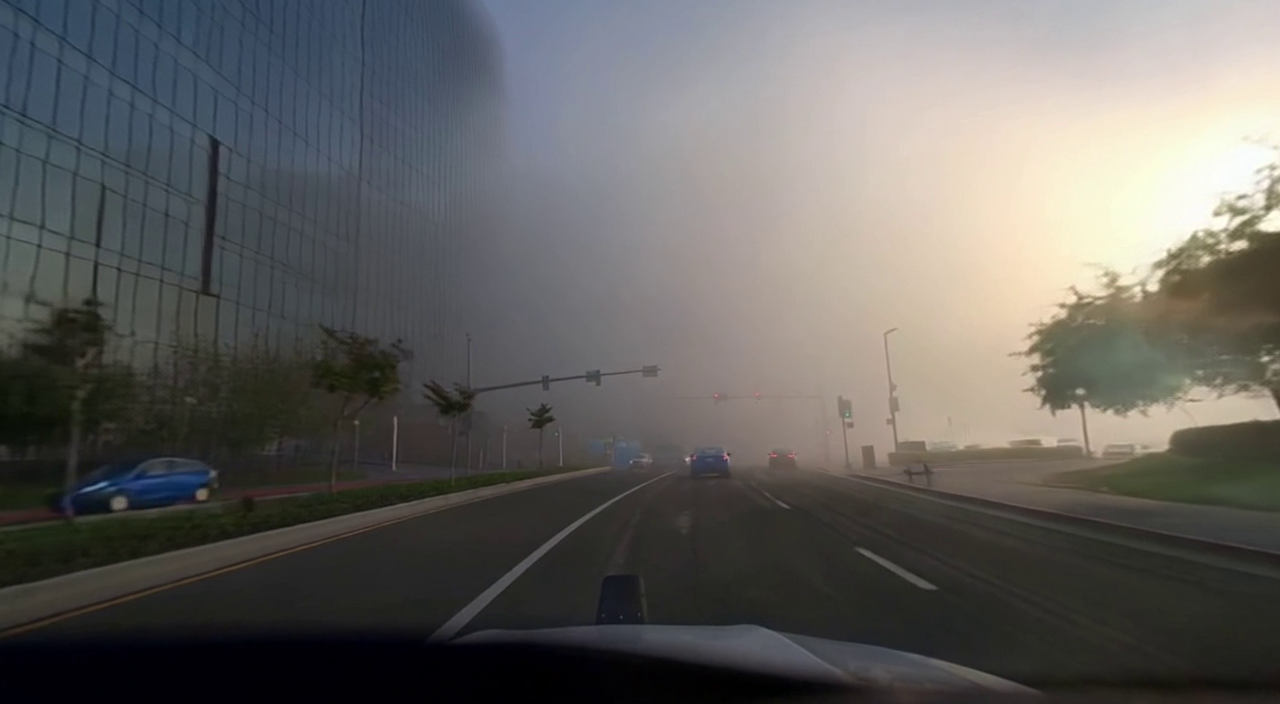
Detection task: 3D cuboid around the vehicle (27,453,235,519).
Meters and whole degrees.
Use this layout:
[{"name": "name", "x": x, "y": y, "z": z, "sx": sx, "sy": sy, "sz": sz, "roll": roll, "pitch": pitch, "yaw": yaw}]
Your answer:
[{"name": "vehicle", "x": -14.644, "y": 3.822, "z": 18.572, "sx": 1.926, "sy": 1.619, "sz": 4.649, "roll": -1, "pitch": -9, "yaw": 6}]

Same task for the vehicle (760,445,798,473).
[{"name": "vehicle", "x": 8.005, "y": 6.166, "z": 36.550, "sx": 1.916, "sy": 1.492, "sz": 3.911, "roll": -2, "pitch": -9, "yaw": 9}]

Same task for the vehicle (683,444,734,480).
[{"name": "vehicle", "x": 3.160, "y": 4.975, "z": 28.607, "sx": 2.127, "sy": 1.497, "sz": 4.020, "roll": -1, "pitch": -9, "yaw": 8}]
